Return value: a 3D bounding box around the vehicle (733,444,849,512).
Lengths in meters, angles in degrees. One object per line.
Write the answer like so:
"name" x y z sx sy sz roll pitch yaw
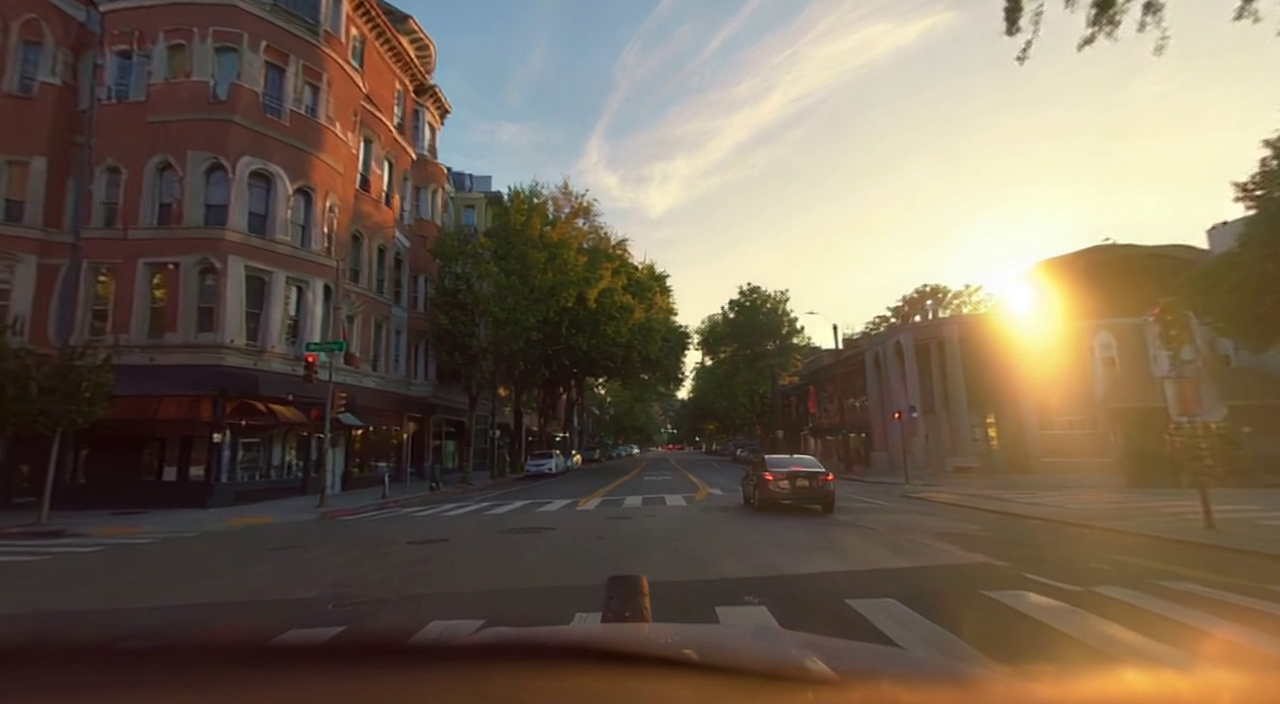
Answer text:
"vehicle" 3.623 3.077 15.952 2.014 1.474 4.090 0 -8 1

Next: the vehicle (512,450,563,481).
"vehicle" -5.733 6.390 35.699 2.127 1.533 4.547 -1 -8 0
